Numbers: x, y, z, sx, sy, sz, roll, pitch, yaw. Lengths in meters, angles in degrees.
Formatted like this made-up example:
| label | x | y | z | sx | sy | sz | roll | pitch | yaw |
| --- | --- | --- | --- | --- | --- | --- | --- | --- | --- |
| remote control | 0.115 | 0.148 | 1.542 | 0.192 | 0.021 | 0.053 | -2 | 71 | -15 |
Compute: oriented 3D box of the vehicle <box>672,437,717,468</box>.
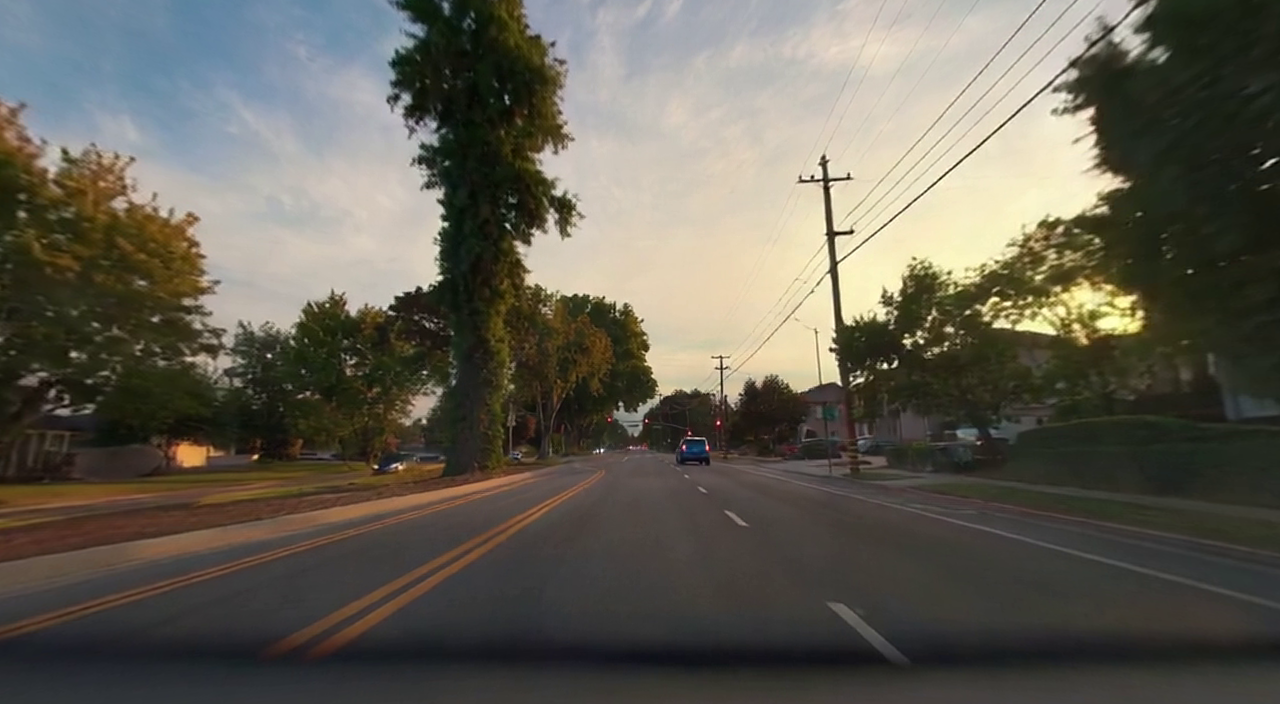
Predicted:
| label | x | y | z | sx | sy | sz | roll | pitch | yaw |
| --- | --- | --- | --- | --- | --- | --- | --- | --- | --- |
| vehicle | 3.345 | 6.305 | 39.913 | 2.229 | 1.795 | 4.927 | 0 | -8 | -2 |

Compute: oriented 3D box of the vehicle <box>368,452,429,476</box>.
| label | x | y | z | sx | sy | sz | roll | pitch | yaw |
| --- | --- | --- | --- | --- | --- | --- | --- | --- | --- |
| vehicle | -16.097 | 7.453 | 42.357 | 2.185 | 1.468 | 4.735 | 0 | -8 | 0 |
